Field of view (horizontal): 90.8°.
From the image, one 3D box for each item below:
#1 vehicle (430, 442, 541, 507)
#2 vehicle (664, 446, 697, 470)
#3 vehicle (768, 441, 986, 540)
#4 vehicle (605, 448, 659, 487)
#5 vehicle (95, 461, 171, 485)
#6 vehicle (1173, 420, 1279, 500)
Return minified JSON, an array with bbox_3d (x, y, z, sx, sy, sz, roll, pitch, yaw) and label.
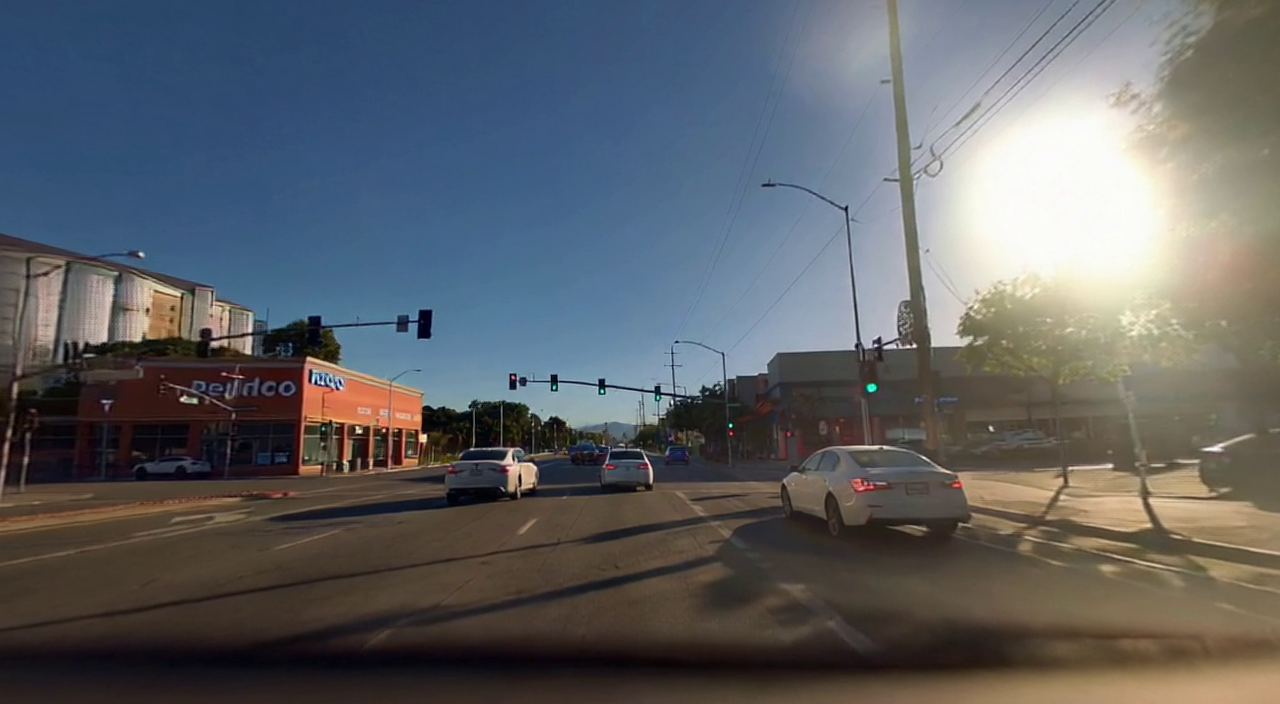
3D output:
[{"bbox_3d":[-4.136,3.355,17.816,2.035,1.564,4.702,0,-9,-1],"label":"vehicle"},{"bbox_3d":[2.892,7.715,46.070,1.986,1.660,4.006,0,-9,-2],"label":"vehicle"},{"bbox_3d":[4.173,2.507,12.253,2.119,1.479,4.910,0,-9,-3],"label":"vehicle"},{"bbox_3d":[-0.366,4.774,26.459,2.072,1.473,4.139,0,-9,-2],"label":"vehicle"},{"bbox_3d":[-37.684,9.009,47.046,3.931,1.653,2.134,-1,-9,6],"label":"vehicle"},{"bbox_3d":[15.927,2.500,14.837,4.941,1.697,2.128,0,-9,-3],"label":"vehicle"}]
